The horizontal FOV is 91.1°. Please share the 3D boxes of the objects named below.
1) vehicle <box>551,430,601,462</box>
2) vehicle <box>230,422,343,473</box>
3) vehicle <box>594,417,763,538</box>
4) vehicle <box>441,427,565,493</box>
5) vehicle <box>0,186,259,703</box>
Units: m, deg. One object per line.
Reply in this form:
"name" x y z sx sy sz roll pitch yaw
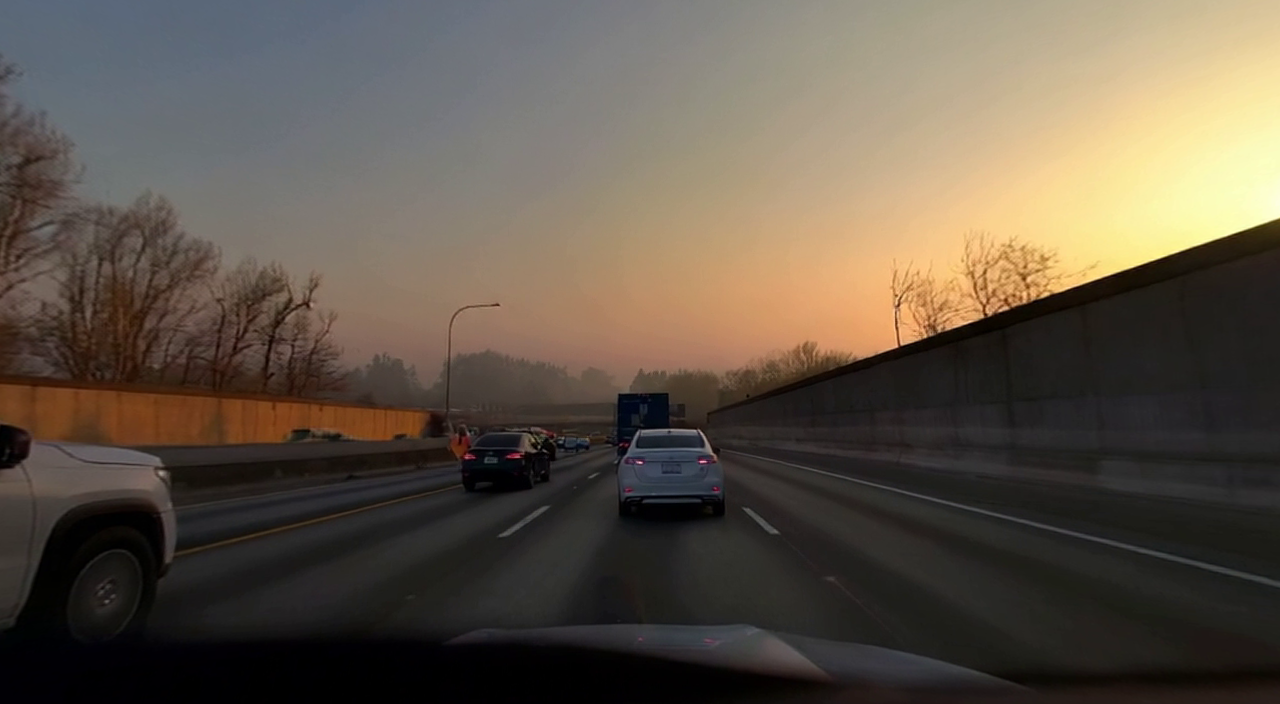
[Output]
"vehicle" -3.143 4.737 31.786 1.980 1.491 3.655 -1 -8 3
"vehicle" -18.293 4.954 33.001 2.305 2.396 5.841 0 -8 2
"vehicle" 0.544 1.841 9.945 2.089 1.485 4.153 0 -8 2
"vehicle" -3.363 2.740 16.418 2.087 1.457 4.313 0 -8 2
"vehicle" -4.054 0.332 1.594 2.386 2.435 5.831 0 -8 1
